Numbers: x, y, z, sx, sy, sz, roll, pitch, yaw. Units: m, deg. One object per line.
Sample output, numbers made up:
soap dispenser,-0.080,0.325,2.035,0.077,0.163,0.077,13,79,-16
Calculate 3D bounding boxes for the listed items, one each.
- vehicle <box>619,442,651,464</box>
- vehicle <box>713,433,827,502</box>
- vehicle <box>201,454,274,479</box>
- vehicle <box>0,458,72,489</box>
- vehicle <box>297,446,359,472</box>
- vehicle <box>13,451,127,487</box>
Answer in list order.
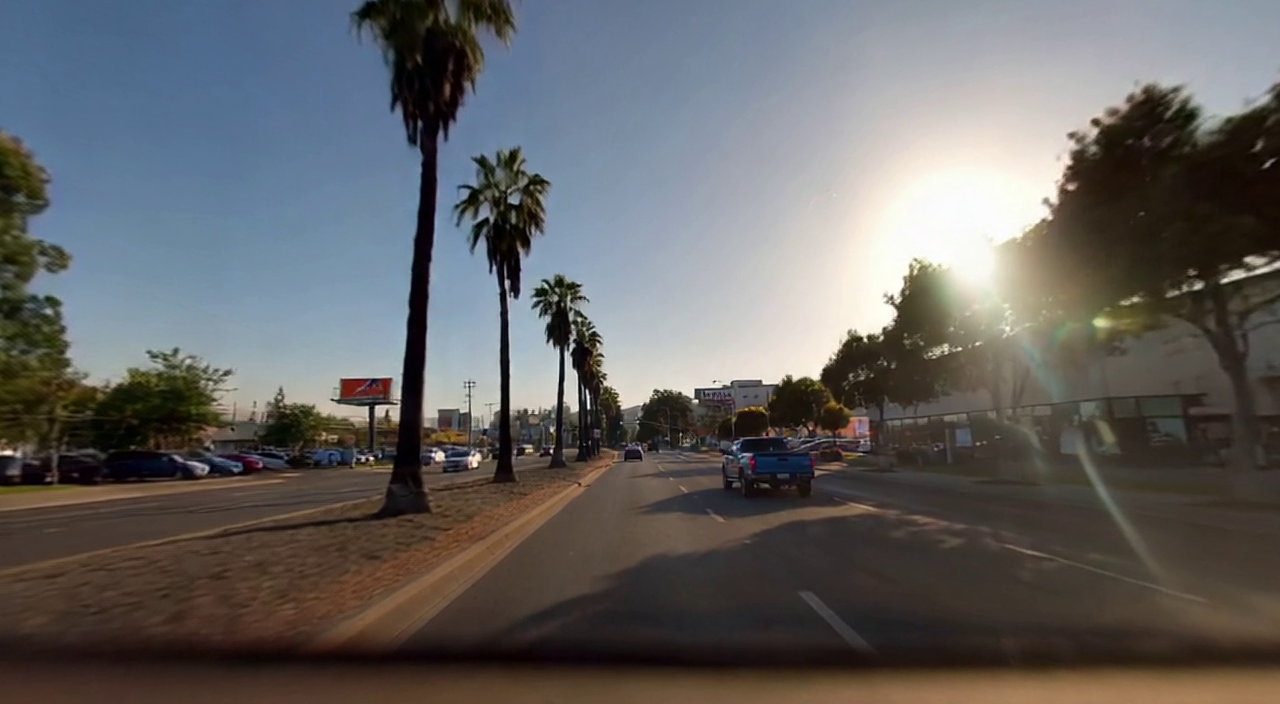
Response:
vehicle,-0.440,7.407,46.420,2.258,1.468,4.076,0,-8,-2
vehicle,3.176,2.916,16.404,1.889,1.541,4.303,0,-8,-2
vehicle,-27.581,7.838,43.517,1.816,1.498,4.698,-1,-8,2
vehicle,-32.583,6.265,32.567,1.895,1.500,4.615,-8,-12,44
vehicle,-24.326,8.338,49.570,2.112,1.821,5.960,-2,-8,-2
vehicle,-32.692,6.662,36.423,4.634,1.870,2.177,7,-11,-39
